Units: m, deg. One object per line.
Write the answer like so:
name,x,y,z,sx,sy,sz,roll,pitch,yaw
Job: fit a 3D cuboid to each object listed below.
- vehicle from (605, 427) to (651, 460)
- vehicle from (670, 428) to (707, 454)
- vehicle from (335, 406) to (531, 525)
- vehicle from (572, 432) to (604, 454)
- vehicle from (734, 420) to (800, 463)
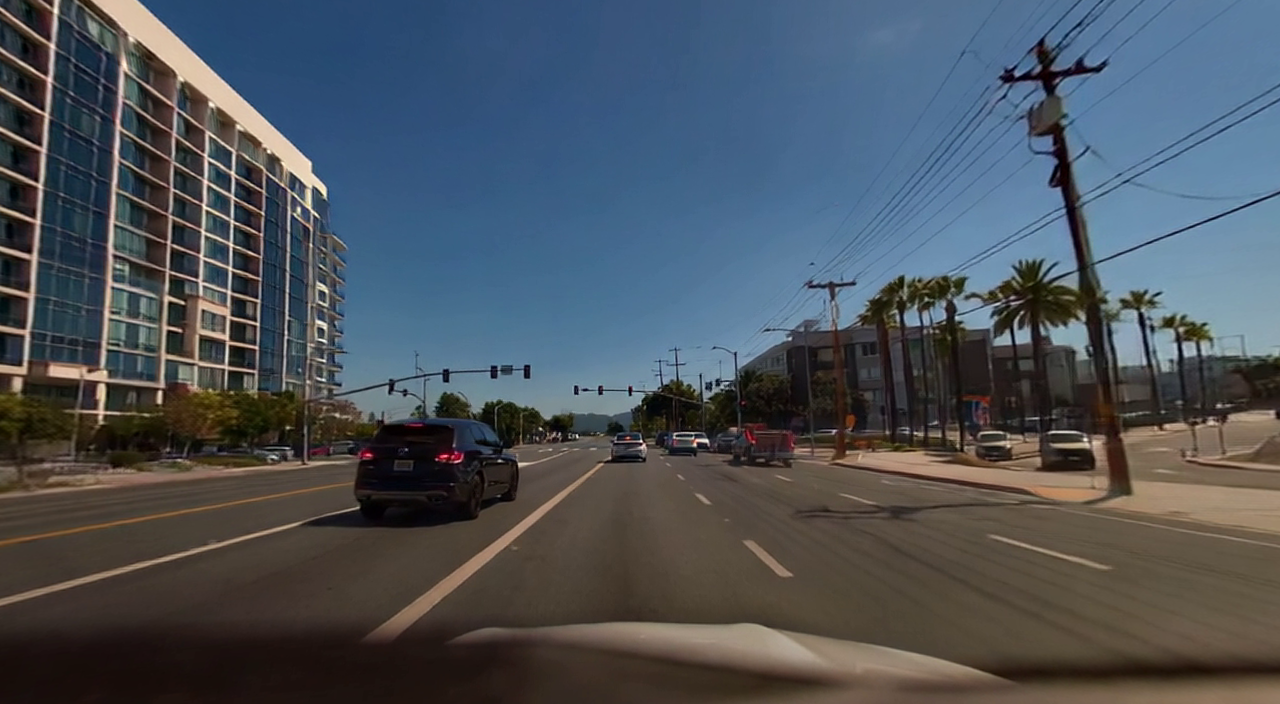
vehicle,-0.688,4.918,33.861,2.302,1.681,4.217,0,-9,-2
vehicle,3.060,5.798,40.960,1.975,1.598,4.025,0,-9,-1
vehicle,-3.478,2.030,11.712,2.136,1.779,4.417,0,-9,0
vehicle,-3.675,6.585,45.567,1.973,1.504,3.895,0,-9,0
vehicle,6.289,4.575,31.988,2.130,1.979,5.310,0,-9,-1
